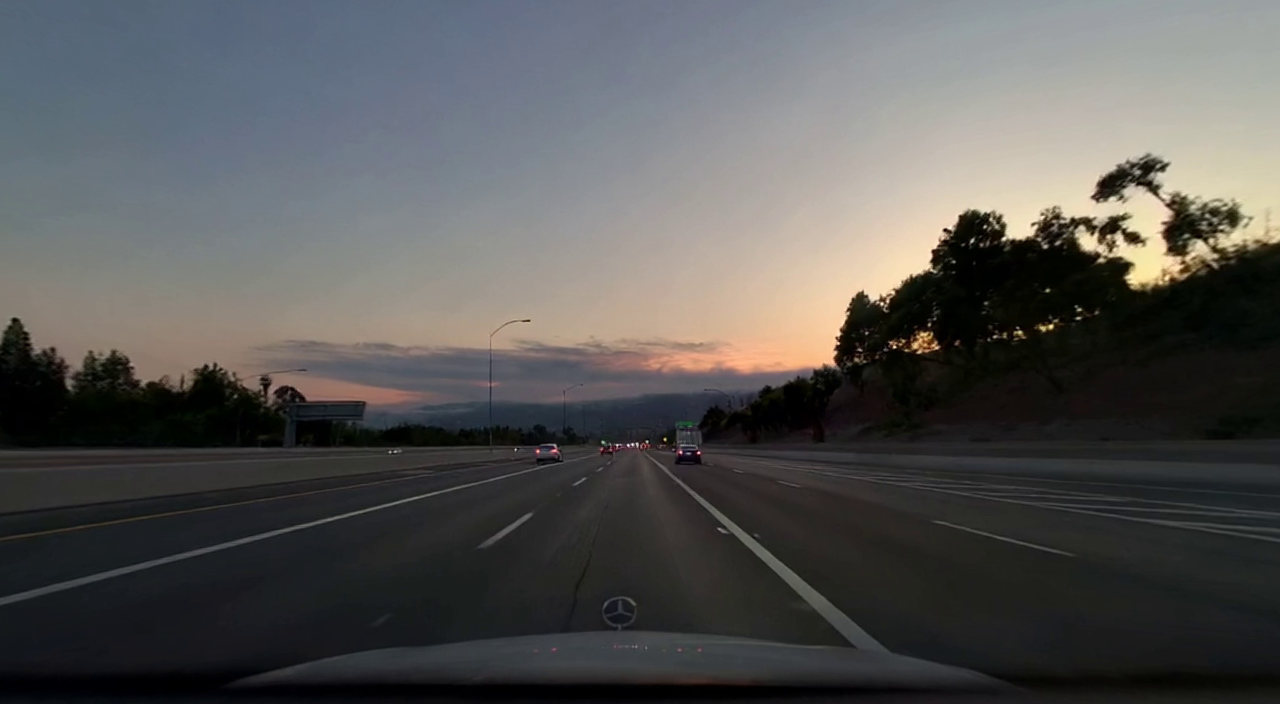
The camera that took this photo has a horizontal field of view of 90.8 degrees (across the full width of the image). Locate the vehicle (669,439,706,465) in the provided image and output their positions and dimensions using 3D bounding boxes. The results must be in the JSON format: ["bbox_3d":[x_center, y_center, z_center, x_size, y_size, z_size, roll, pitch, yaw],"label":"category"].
[{"bbox_3d":[3.436,7.324,46.349,2.166,1.770,4.703,0,-9,-2],"label":"vehicle"}]
